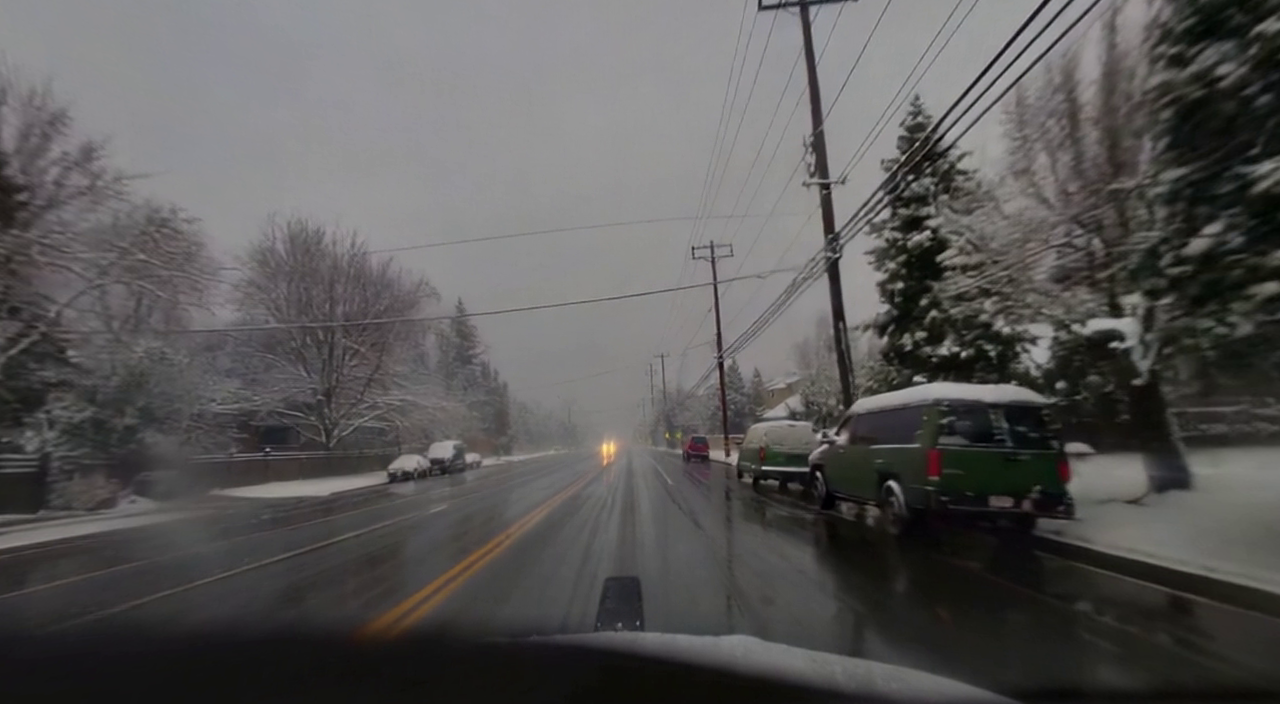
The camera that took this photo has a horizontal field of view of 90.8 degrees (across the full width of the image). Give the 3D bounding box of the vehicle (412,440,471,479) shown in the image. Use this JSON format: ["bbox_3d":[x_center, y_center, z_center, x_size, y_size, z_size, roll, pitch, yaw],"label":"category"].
[{"bbox_3d":[-13.455,7.241,43.210,2.331,2.265,5.888,-3,-7,-2],"label":"vehicle"}]

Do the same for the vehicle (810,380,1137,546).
[{"bbox_3d":[5.252,1.881,11.339,2.335,2.193,5.656,0,-8,-5],"label":"vehicle"}]

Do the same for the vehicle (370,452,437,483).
[{"bbox_3d":[-13.479,6.577,36.367,2.041,1.573,4.575,-1,-8,1],"label":"vehicle"}]

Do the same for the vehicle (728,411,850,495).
[{"bbox_3d":[4.523,3.248,20.634,2.578,2.248,7.011,-1,-8,3],"label":"vehicle"}]
